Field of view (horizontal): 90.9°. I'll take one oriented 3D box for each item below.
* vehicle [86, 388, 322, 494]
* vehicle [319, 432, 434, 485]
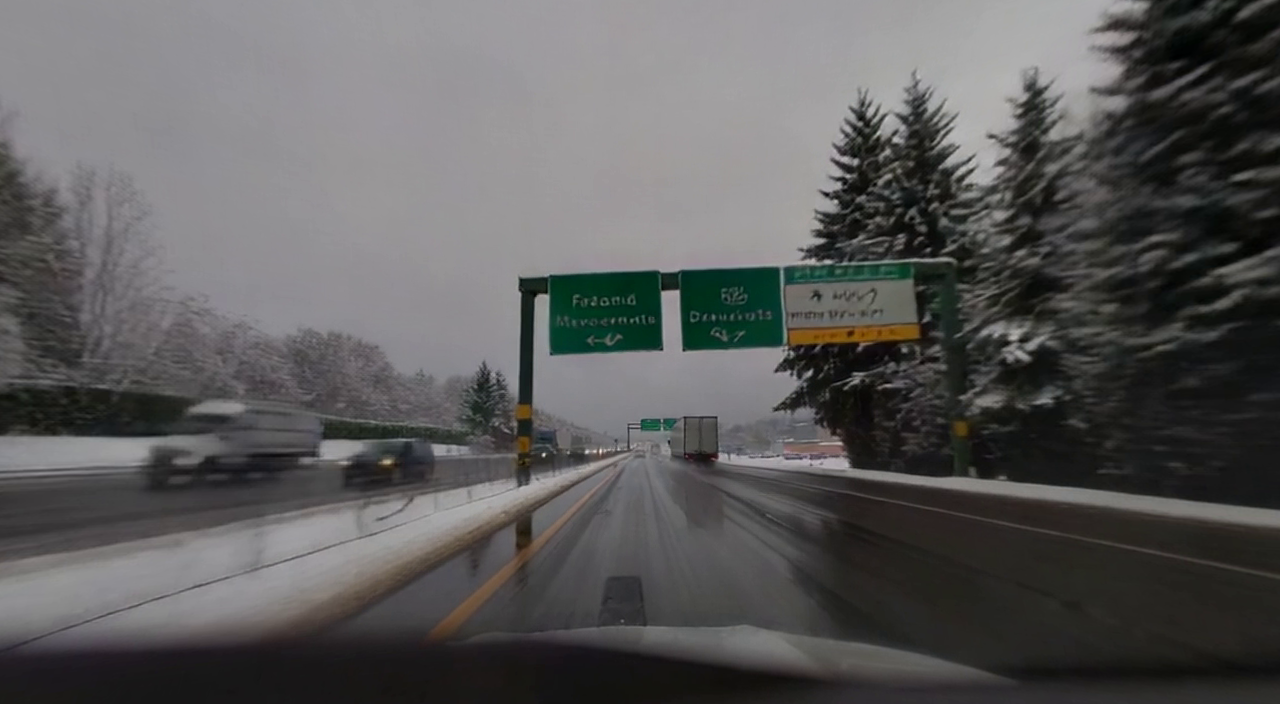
[{"bbox_3d":[-12.388,2.668,18.781,2.397,2.585,6.311,0,-9,1],"label":"vehicle"},{"bbox_3d":[-8.206,3.361,20.082,1.864,1.492,4.032,0,-9,1],"label":"vehicle"}]
